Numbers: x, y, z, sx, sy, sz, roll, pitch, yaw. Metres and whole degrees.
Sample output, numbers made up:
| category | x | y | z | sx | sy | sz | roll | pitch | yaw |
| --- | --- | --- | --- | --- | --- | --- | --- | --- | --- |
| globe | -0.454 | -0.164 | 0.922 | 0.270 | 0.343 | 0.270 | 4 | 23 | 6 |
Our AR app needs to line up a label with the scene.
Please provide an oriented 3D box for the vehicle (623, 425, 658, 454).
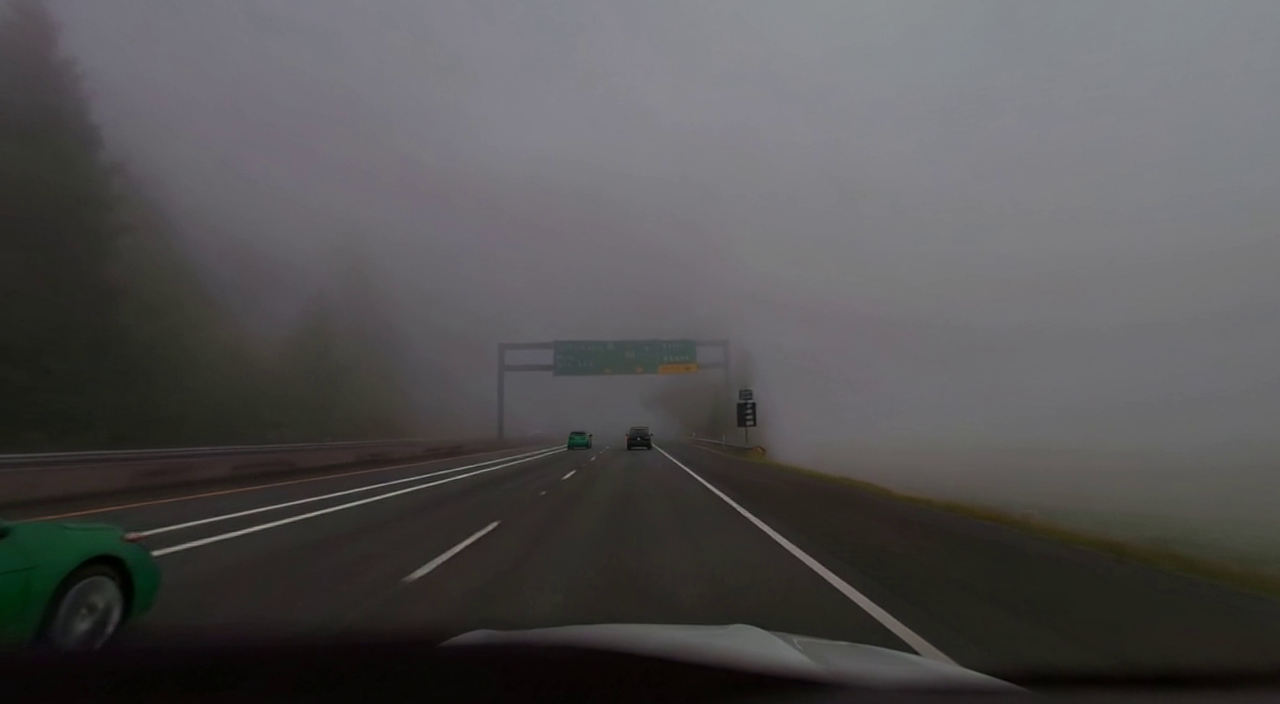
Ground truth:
| category | x | y | z | sx | sy | sz | roll | pitch | yaw |
| --- | --- | --- | --- | --- | --- | --- | --- | --- | --- |
| vehicle | 0.019 | 5.746 | 41.349 | 2.170 | 1.790 | 4.490 | 0 | -8 | -1 |

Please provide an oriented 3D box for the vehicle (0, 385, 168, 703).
| category | x | y | z | sx | sy | sz | roll | pitch | yaw |
| --- | --- | --- | --- | --- | --- | --- | --- | --- | --- |
| vehicle | -3.789 | 0.748 | 1.699 | 1.958 | 1.486 | 3.988 | 0 | -8 | -1 |

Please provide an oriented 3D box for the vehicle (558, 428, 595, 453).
| category | x | y | z | sx | sy | sz | roll | pitch | yaw |
| --- | --- | --- | --- | --- | --- | --- | --- | --- | --- |
| vehicle | -4.291 | 6.021 | 43.041 | 2.055 | 1.610 | 4.116 | 0 | -8 | 0 |
